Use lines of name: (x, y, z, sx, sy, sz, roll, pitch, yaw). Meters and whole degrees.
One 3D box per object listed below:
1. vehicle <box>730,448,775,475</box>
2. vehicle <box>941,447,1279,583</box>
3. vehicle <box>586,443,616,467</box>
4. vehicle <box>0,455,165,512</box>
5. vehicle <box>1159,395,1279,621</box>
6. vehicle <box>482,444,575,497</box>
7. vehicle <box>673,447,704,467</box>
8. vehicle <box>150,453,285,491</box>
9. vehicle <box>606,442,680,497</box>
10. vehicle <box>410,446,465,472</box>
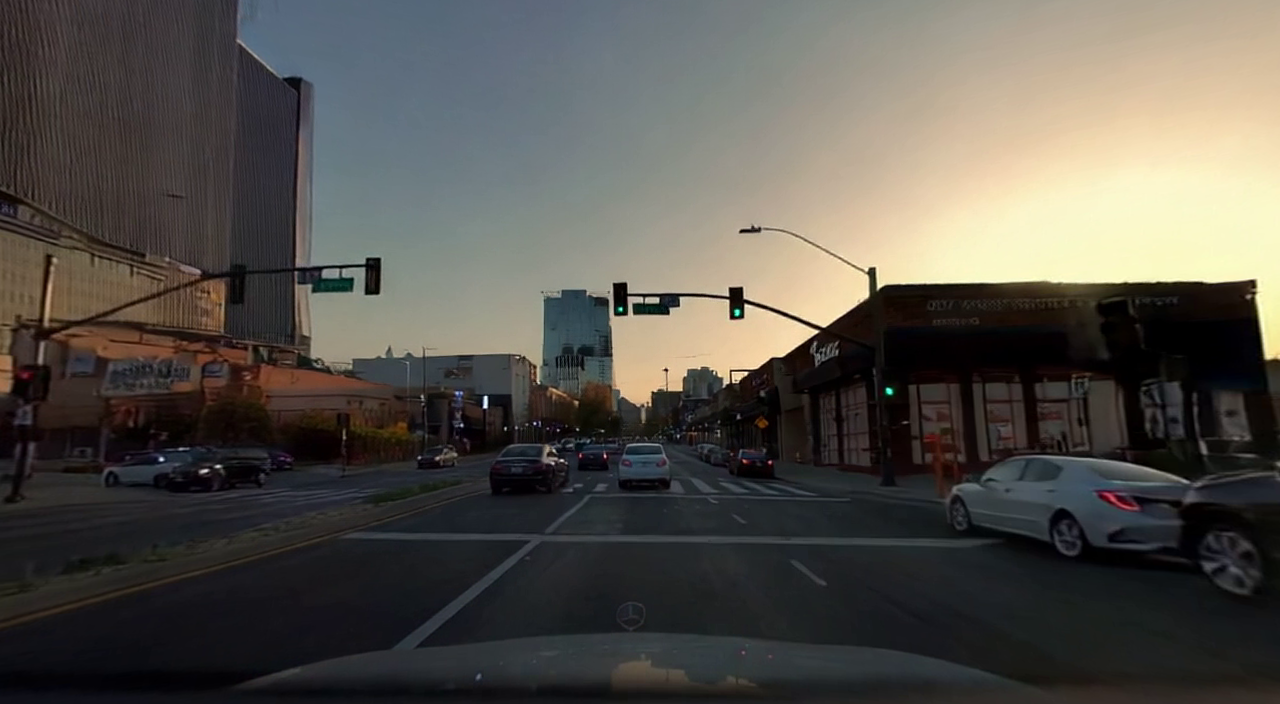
vehicle: (6.763, 6.620, 38.350, 1.944, 1.462, 4.406, 0, -9, 0)
vehicle: (6.522, 2.137, 9.259, 1.899, 1.453, 4.610, 0, -9, 0)
vehicle: (-2.950, 7.964, 48.805, 2.007, 1.736, 4.185, 0, -9, 1)
vehicle: (-17.307, 3.951, 19.411, 1.774, 1.436, 4.473, 0, -9, 1)
vehicle: (6.448, 1.070, 3.723, 2.289, 1.867, 5.322, 0, -9, 2)
vehicle: (-3.276, 3.568, 19.417, 1.950, 1.450, 4.257, 0, -9, 2)
vehicle: (3.680, 8.069, 48.482, 2.047, 1.463, 4.514, 0, -9, 0)
vehicle: (-18.701, 5.253, 27.911, 5.163, 1.510, 2.174, -3, -9, 19)
vehicle: (0.095, 3.528, 19.362, 2.037, 1.484, 4.073, 0, -9, 0)
vehicle: (-14.364, 7.592, 44.924, 2.161, 1.704, 4.554, -1, -9, 4)
